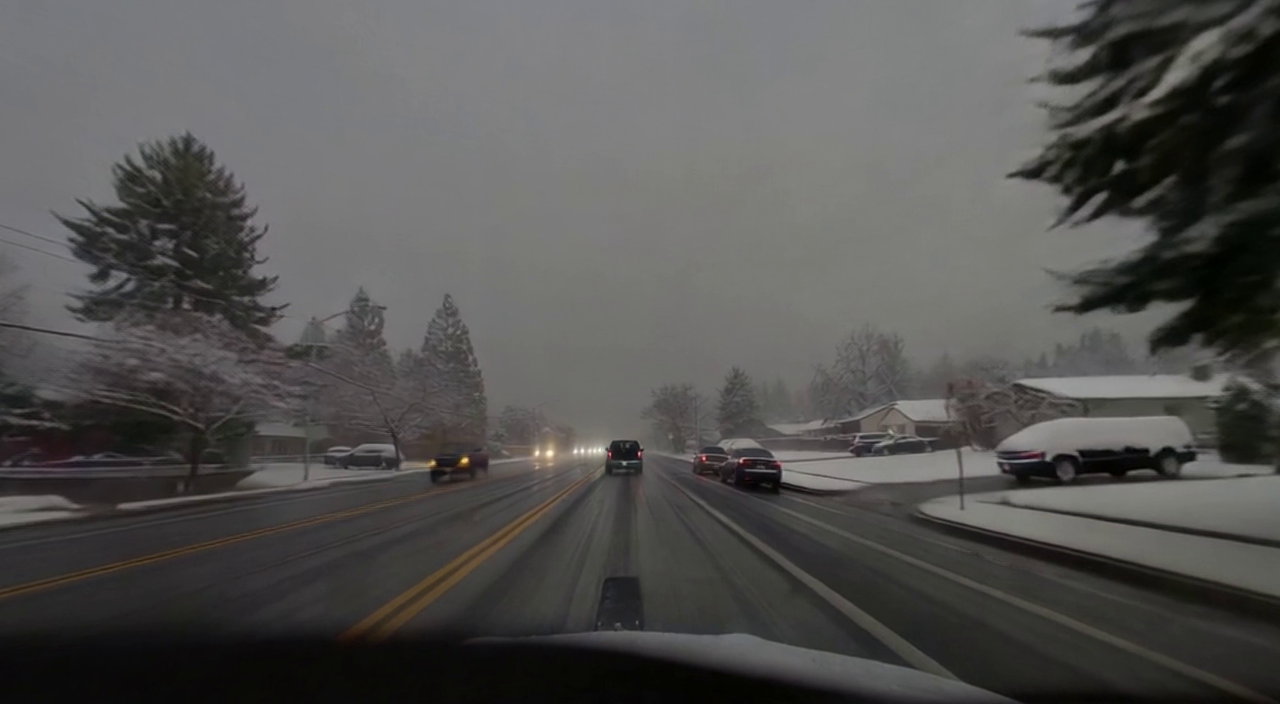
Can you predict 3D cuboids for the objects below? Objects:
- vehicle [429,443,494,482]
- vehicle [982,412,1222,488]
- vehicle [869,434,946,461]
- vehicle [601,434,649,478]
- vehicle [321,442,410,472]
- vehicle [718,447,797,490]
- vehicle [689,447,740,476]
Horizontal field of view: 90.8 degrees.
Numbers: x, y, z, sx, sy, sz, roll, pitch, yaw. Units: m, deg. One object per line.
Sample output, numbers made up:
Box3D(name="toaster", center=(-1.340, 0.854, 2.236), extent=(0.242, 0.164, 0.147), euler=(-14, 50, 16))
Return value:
Box3D(name="vehicle", center=(-8.481, 5.263, 30.466), extent=(1.945, 1.712, 4.240), euler=(0, -9, -1))
Box3D(name="vehicle", center=(12.385, 2.660, 17.230), extent=(4.870, 1.926, 2.094), euler=(0, -9, -1))
Box3D(name="vehicle", center=(17.874, 6.388, 42.318), extent=(4.172, 1.705, 2.032), euler=(1, -9, -7))
Box3D(name="vehicle", center=(-0.686, 5.047, 30.930), extent=(2.153, 1.942, 4.767), euler=(0, -9, -1))
Box3D(name="vehicle", center=(-20.144, 7.688, 46.513), extent=(5.551, 1.870, 2.183), euler=(-2, -8, -3))
Box3D(name="vehicle", center=(4.379, 4.433, 24.375), extent=(1.963, 1.469, 4.709), euler=(1, -9, -2))
Box3D(name="vehicle", center=(4.057, 6.053, 35.242), extent=(2.001, 1.480, 5.022), euler=(1, -9, -2))
